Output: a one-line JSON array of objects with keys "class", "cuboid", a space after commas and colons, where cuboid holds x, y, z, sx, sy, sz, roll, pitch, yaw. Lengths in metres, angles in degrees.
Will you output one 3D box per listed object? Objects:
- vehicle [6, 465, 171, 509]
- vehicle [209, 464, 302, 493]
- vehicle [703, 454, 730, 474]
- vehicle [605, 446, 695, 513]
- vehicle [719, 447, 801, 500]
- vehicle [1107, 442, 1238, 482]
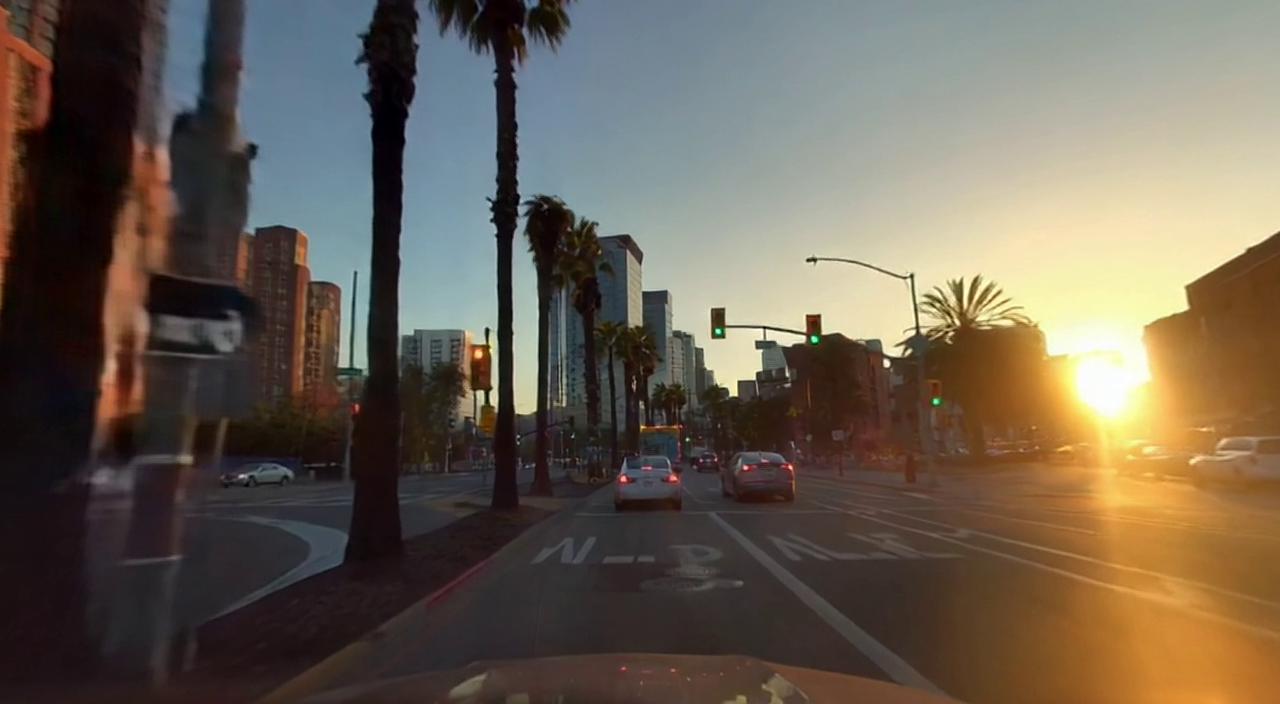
[{"class": "vehicle", "cuboid": [-21.580, 5.265, 25.048, 1.844, 1.478, 4.618, -2, -10, 13]}, {"class": "vehicle", "cuboid": [-22.100, 7.268, 36.531, 1.809, 1.472, 4.601, -3, -10, 13]}, {"class": "vehicle", "cuboid": [6.048, 8.788, 49.560, 2.013, 1.465, 3.800, -2, -9, 8]}, {"class": "vehicle", "cuboid": [0.276, 3.218, 16.302, 2.048, 1.503, 3.681, -1, -9, 1]}, {"class": "vehicle", "cuboid": [3.690, 3.807, 20.069, 1.909, 1.500, 3.524, 0, -9, 0]}, {"class": "vehicle", "cuboid": [21.541, 4.488, 25.866, 1.852, 1.455, 4.673, -2, -9, 9]}]
